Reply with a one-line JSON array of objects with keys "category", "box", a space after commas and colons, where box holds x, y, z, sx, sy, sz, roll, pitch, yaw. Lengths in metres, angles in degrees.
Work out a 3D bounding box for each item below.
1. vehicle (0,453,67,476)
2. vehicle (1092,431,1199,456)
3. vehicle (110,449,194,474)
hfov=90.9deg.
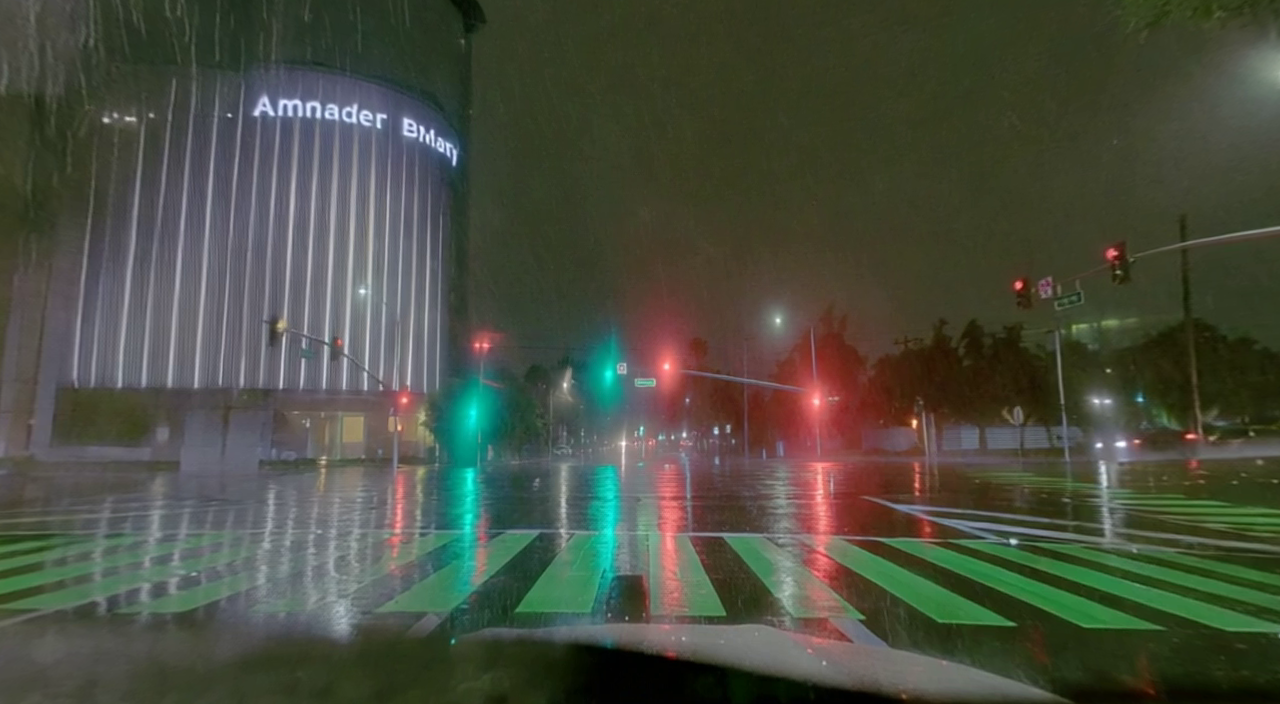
[{"category": "vehicle", "box": [-41.638, 7.635, 42.773, 3.698, 1.467, 1.779, 0, -8, 1]}, {"category": "vehicle", "box": [30.081, 5.473, 37.623, 4.529, 1.457, 1.981, -1, -8, 3]}, {"category": "vehicle", "box": [-33.053, 7.408, 42.755, 4.136, 1.661, 1.857, 0, -8, 1]}]
